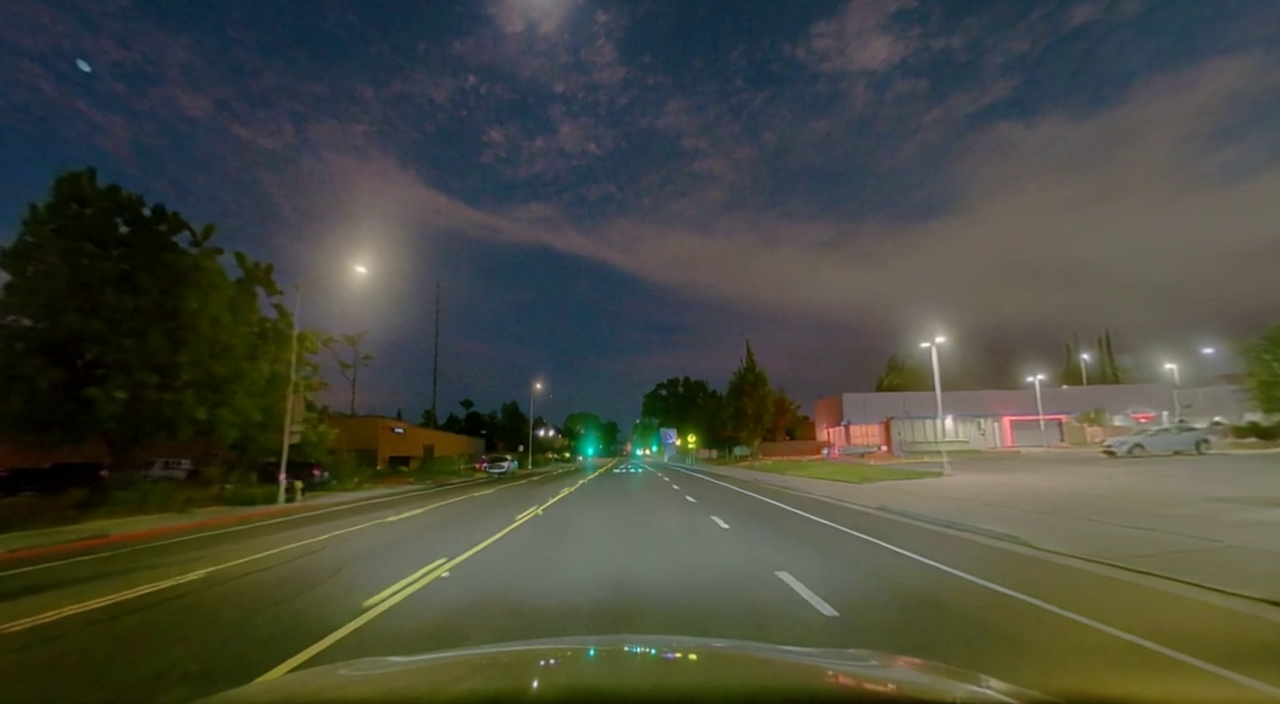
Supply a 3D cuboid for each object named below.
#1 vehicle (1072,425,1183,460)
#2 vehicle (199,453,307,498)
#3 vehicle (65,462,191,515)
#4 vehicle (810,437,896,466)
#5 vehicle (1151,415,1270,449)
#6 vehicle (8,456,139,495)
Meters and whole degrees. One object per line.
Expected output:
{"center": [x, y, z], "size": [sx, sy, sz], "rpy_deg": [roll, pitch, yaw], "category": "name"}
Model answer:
{"center": [22.298, 4.149, 28.875], "size": [4.750, 1.505, 1.928], "rpy_deg": [4, -10, -25], "category": "vehicle"}
{"center": [-16.595, 5.239, 27.096], "size": [4.311, 1.746, 1.984], "rpy_deg": [-5, -10, 29], "category": "vehicle"}
{"center": [-17.356, 4.524, 21.369], "size": [4.708, 1.472, 1.994], "rpy_deg": [-6, -11, 35], "category": "vehicle"}
{"center": [12.743, 5.964, 37.838], "size": [4.554, 1.668, 1.974], "rpy_deg": [-5, -10, 28], "category": "vehicle"}
{"center": [31.546, 4.498, 35.122], "size": [4.497, 1.562, 1.878], "rpy_deg": [-9, -11, 32], "category": "vehicle"}
{"center": [-27.722, 6.028, 31.136], "size": [4.417, 1.747, 1.954], "rpy_deg": [5, -10, -33], "category": "vehicle"}
